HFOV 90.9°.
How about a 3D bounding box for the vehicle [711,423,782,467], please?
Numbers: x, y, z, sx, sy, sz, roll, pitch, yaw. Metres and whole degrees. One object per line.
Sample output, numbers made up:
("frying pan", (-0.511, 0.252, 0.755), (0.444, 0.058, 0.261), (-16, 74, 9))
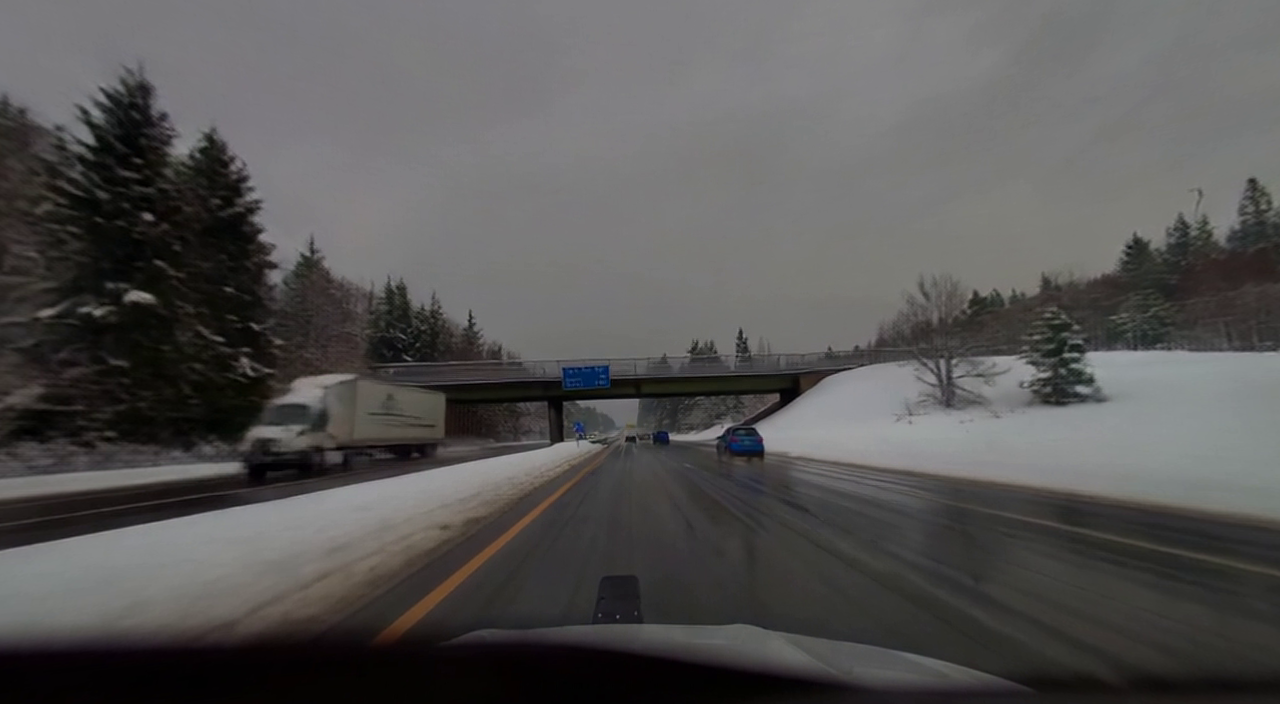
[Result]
("vehicle", (4.311, 3.847, 26.228), (2.073, 1.651, 4.065), (0, -8, -2))

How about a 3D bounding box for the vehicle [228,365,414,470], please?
("vehicle", (-13.536, 3.085, 28.343), (2.949, 3.820, 10.704), (0, -8, -1))
